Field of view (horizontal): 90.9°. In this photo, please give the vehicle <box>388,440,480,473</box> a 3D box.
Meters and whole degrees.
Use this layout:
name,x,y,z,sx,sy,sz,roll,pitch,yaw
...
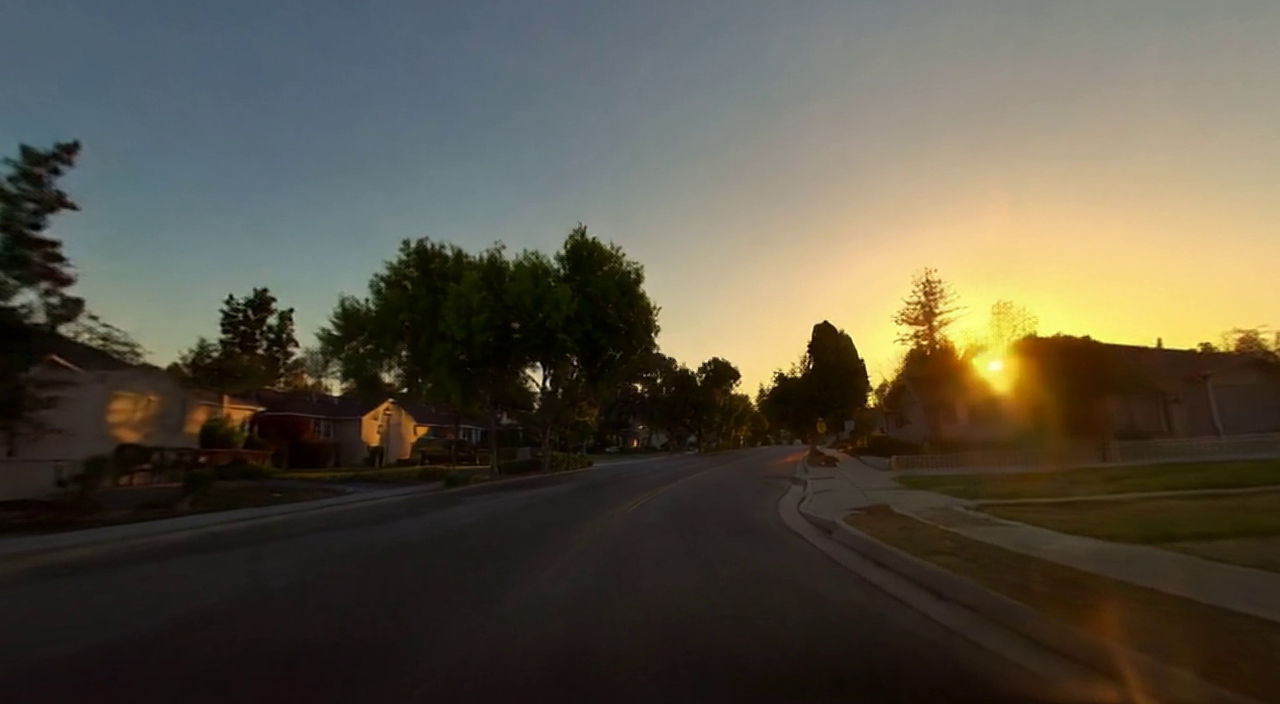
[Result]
name,x,y,z,sx,sy,sz,roll,pitch,yaw
vehicle,-11.008,5.625,34.036,4.485,1.663,2.111,2,-9,-14
